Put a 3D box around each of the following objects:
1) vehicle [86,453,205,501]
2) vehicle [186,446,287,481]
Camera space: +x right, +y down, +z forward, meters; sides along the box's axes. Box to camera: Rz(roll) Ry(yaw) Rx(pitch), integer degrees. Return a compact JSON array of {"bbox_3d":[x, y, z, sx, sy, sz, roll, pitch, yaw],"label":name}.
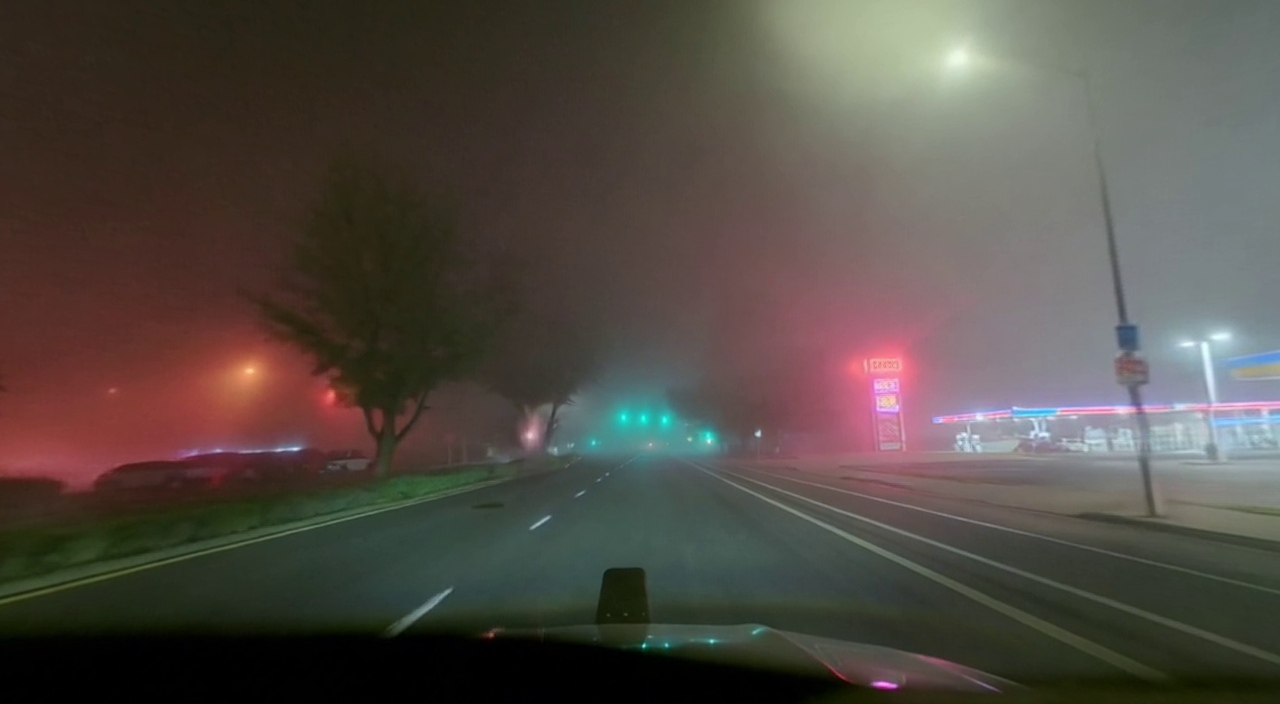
[{"bbox_3d":[-25.215,6.358,32.244,4.386,2.004,1.991,-4,-9,-2],"label":"vehicle"},{"bbox_3d":[-23.614,6.529,37.030,4.271,1.902,2.281,0,-9,1],"label":"vehicle"}]
